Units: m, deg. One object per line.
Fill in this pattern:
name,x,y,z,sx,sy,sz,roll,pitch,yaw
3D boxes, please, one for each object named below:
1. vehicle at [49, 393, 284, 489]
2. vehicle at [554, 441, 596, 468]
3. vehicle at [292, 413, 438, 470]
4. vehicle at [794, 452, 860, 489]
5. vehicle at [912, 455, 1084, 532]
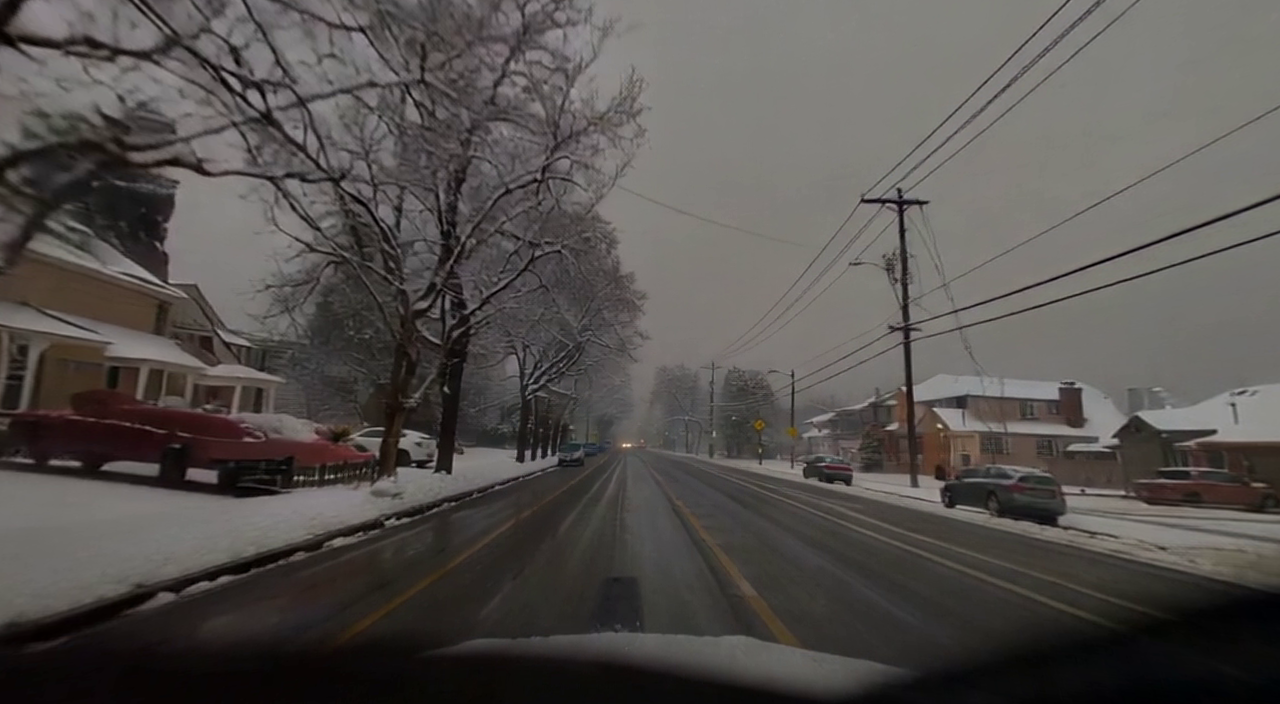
vehicle,-11.347,2.116,15.292,4.314,1.790,2.035,3,-8,13
vehicle,-3.765,6.050,37.452,2.021,1.475,4.523,0,-9,0
vehicle,-10.853,3.590,25.278,4.702,1.828,2.226,4,-9,-1
vehicle,9.324,5.922,31.902,1.930,1.456,4.511,8,-9,1
vehicle,9.555,3.743,17.396,1.977,1.495,4.800,8,-9,1
